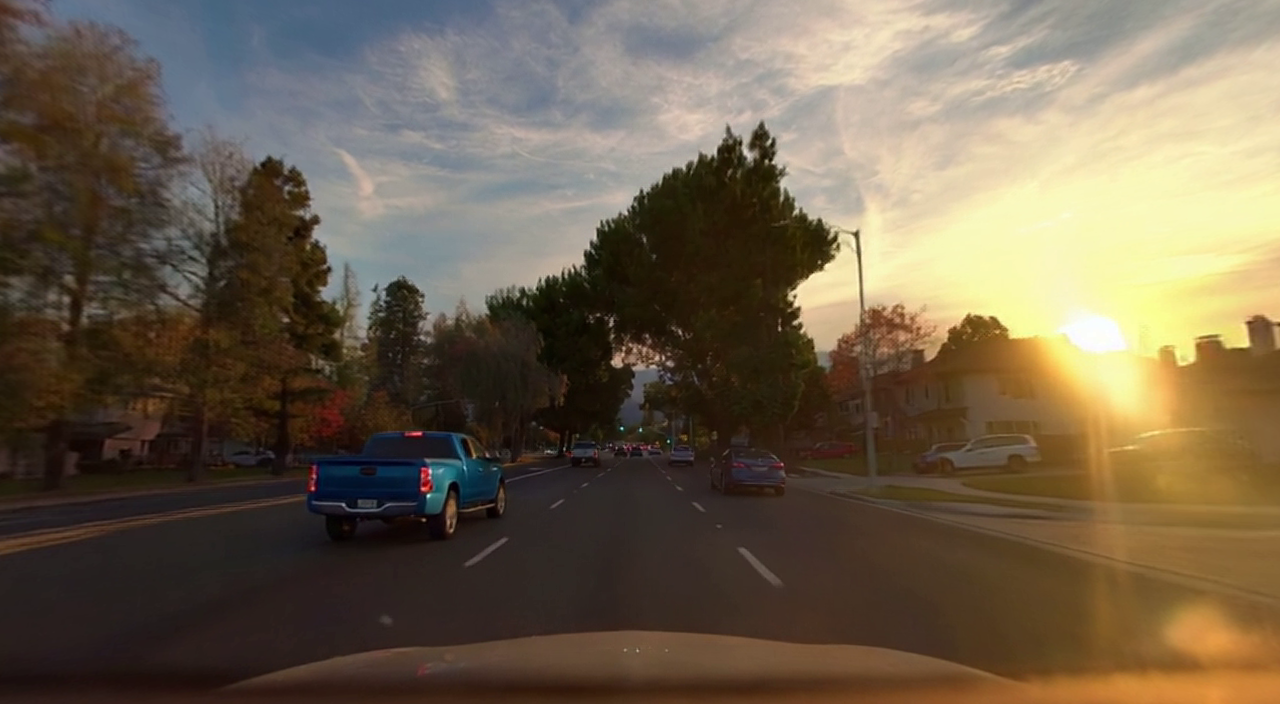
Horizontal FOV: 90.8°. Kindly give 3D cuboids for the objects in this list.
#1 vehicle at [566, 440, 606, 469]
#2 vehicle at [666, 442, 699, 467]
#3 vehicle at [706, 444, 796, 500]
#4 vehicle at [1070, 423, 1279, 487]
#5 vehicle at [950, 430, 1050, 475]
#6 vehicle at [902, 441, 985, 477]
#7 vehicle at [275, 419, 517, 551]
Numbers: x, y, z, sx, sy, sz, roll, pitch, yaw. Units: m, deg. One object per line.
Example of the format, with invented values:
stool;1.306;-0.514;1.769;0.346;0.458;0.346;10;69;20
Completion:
vehicle;-3.522;6.764;41.862;2.218;1.829;4.492;0;-8;1
vehicle;3.264;8.017;49.689;2.099;1.845;4.363;0;-8;-2
vehicle;3.182;3.509;18.998;1.884;1.463;4.195;0;-8;-1
vehicle;17.240;3.294;20.519;1.991;1.806;4.902;6;-11;-38
vehicle;16.487;4.680;29.281;2.040;1.784;4.533;-4;-10;3
vehicle;13.873;4.888;29.171;1.929;1.502;4.177;-1;-8;4
vehicle;-3.791;2.169;11.163;2.111;1.745;5.274;0;-8;1
